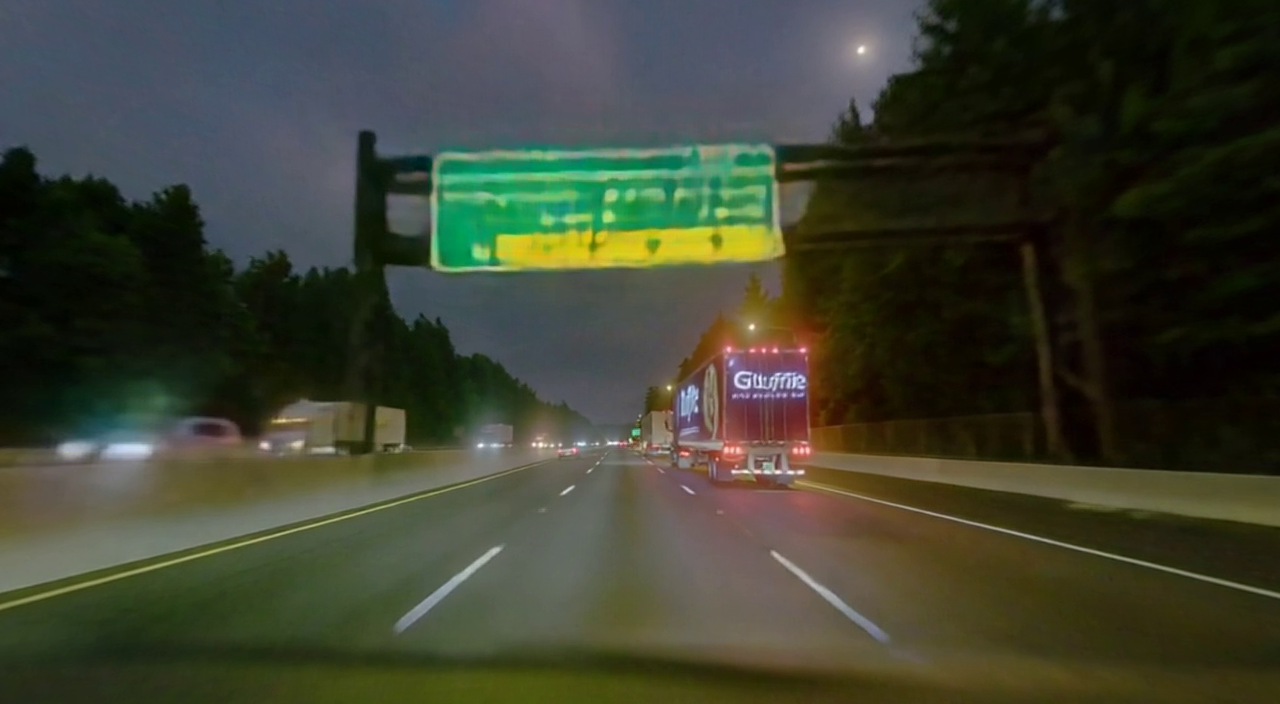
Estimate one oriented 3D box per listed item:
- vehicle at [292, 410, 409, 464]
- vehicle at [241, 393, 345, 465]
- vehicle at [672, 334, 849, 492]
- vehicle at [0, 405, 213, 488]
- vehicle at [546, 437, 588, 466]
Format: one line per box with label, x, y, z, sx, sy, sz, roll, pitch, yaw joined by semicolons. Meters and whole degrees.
vehicle;-21.136;6.438;47.437;2.782;3.431;14.254;0;-8;-3
vehicle;-20.978;4.746;38.538;3.161;3.935;6.116;-1;-8;-4
vehicle;3.380;2.471;22.794;3.116;3.992;13.748;0;-8;-2
vehicle;-13.147;2.267;15.206;2.080;1.652;5.232;0;-8;-2
vehicle;-4.490;6.148;39.138;2.206;1.644;4.027;0;-8;-1
